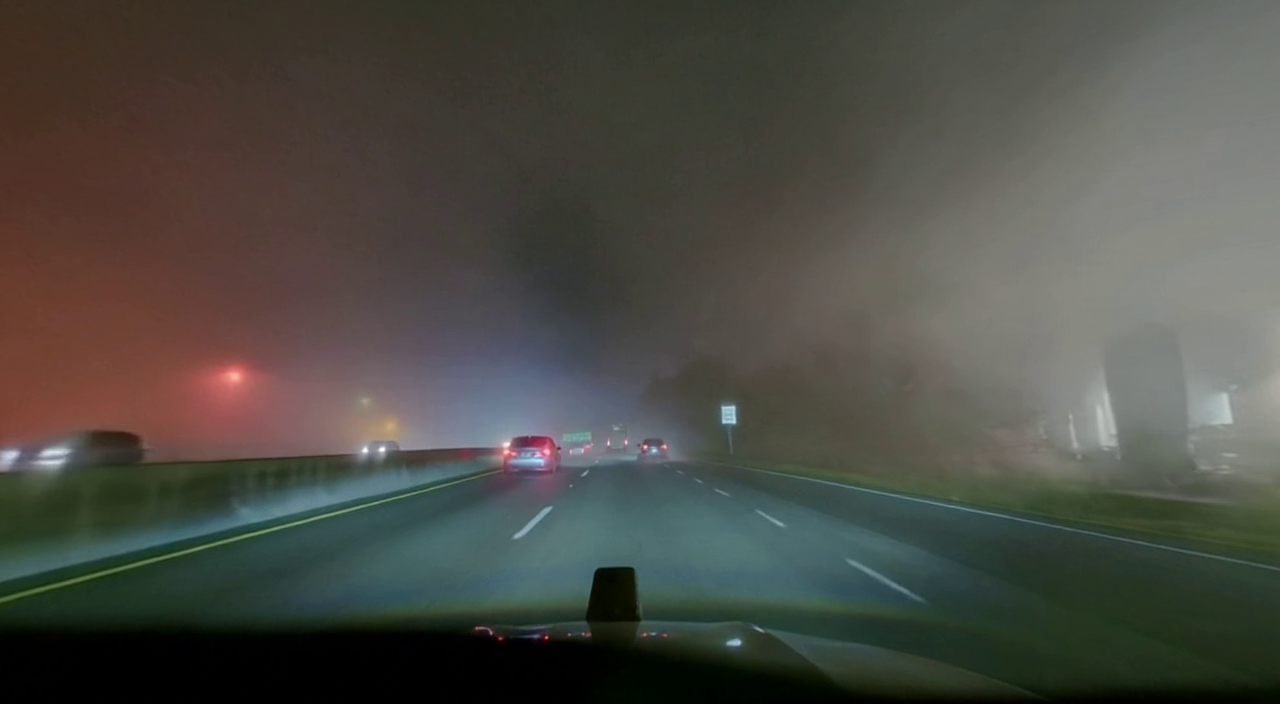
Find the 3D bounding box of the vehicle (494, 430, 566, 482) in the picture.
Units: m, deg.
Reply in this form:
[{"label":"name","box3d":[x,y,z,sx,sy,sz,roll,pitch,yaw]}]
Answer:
[{"label":"vehicle","box3d":[-4.007,3.873,23.714,2.080,1.733,4.410,0,-8,-2]}]

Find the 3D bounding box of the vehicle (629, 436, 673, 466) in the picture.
[{"label":"vehicle","box3d":[0.576,5.808,37.019,2.078,1.608,3.982,0,-8,-6]}]

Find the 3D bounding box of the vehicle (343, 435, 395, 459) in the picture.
[{"label":"vehicle","box3d":[-17.989,6.313,41.961,1.853,1.517,3.978,0,-8,-3]}]

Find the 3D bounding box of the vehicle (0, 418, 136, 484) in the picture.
[{"label":"vehicle","box3d":[-16.863,2.757,17.681,1.982,1.612,4.185,0,-8,-2]}]
